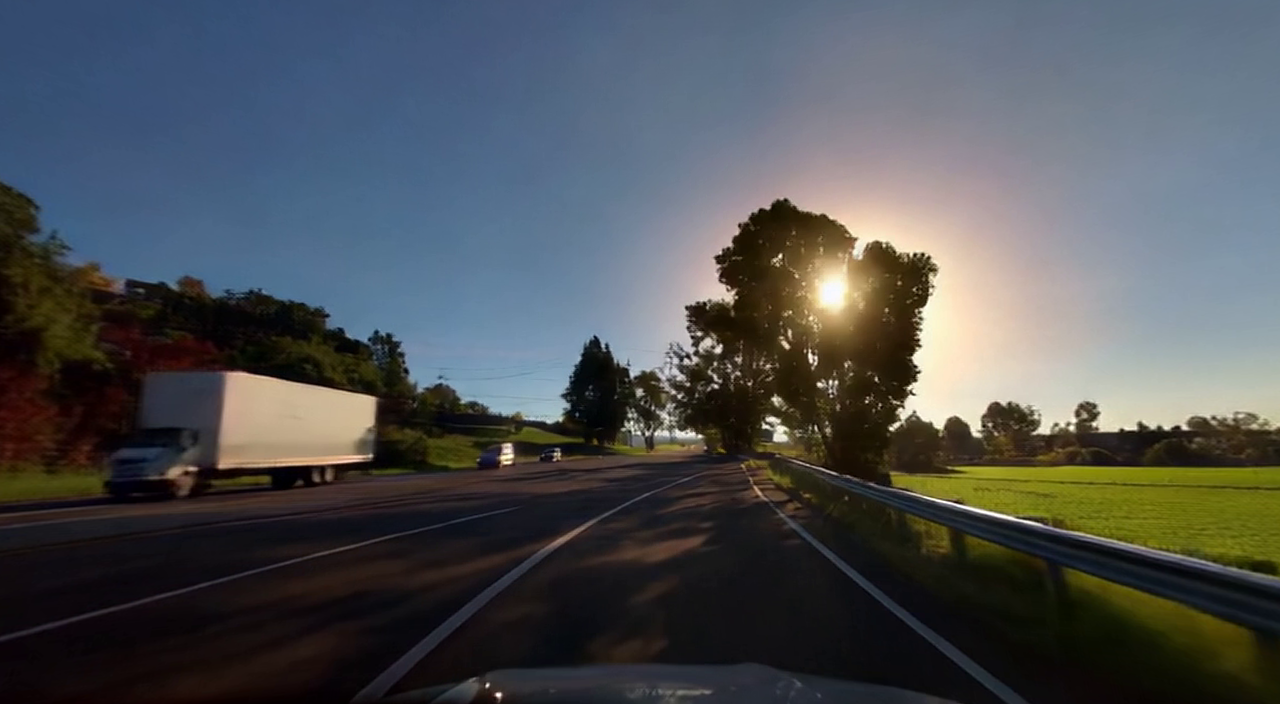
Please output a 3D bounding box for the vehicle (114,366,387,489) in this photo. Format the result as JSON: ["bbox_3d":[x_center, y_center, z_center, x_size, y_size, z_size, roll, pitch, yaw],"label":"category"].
[{"bbox_3d":[-13.063,2.868,22.681,2.965,3.507,9.019,-2,-9,9],"label":"vehicle"}]

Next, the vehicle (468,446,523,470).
[{"bbox_3d":[-9.400,6.938,41.389,1.908,1.447,4.337,-2,-9,10],"label":"vehicle"}]

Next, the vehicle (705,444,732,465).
[{"bbox_3d":[5.755,7.493,46.002,1.807,1.427,3.645,-2,-9,9],"label":"vehicle"}]
